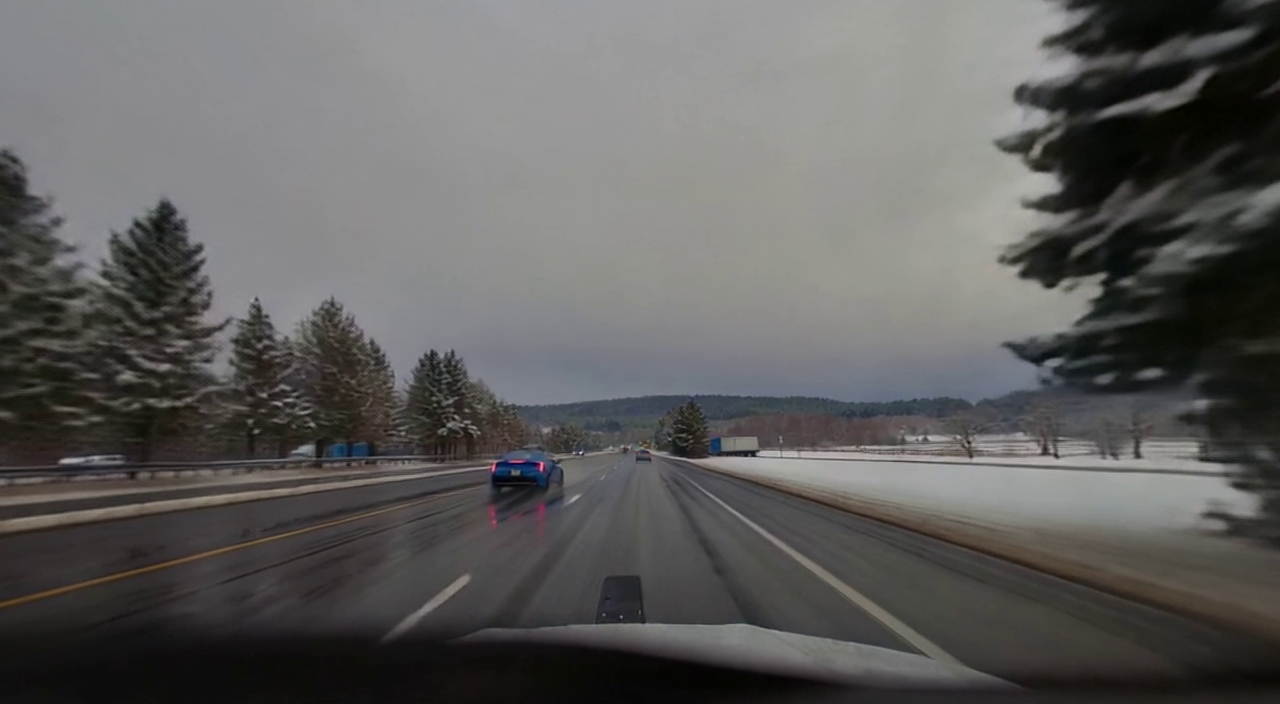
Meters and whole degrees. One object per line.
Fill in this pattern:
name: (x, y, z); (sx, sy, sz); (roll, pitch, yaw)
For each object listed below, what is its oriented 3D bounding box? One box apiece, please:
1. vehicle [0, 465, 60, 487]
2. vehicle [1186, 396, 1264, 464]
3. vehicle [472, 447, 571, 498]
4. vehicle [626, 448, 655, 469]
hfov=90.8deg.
vehicle: (-47.424, 9.512, 48.248); (1.793, 1.486, 4.598); (-4, -9, 0)
vehicle: (39.395, 5.377, 42.234); (3.039, 3.917, 12.688); (-8, -12, 44)
vehicle: (-3.672, 3.825, 20.491); (2.170, 1.451, 4.584); (0, -9, 2)
vehicle: (0.043, 7.880, 46.848); (2.079, 1.450, 3.942); (0, -9, 0)
